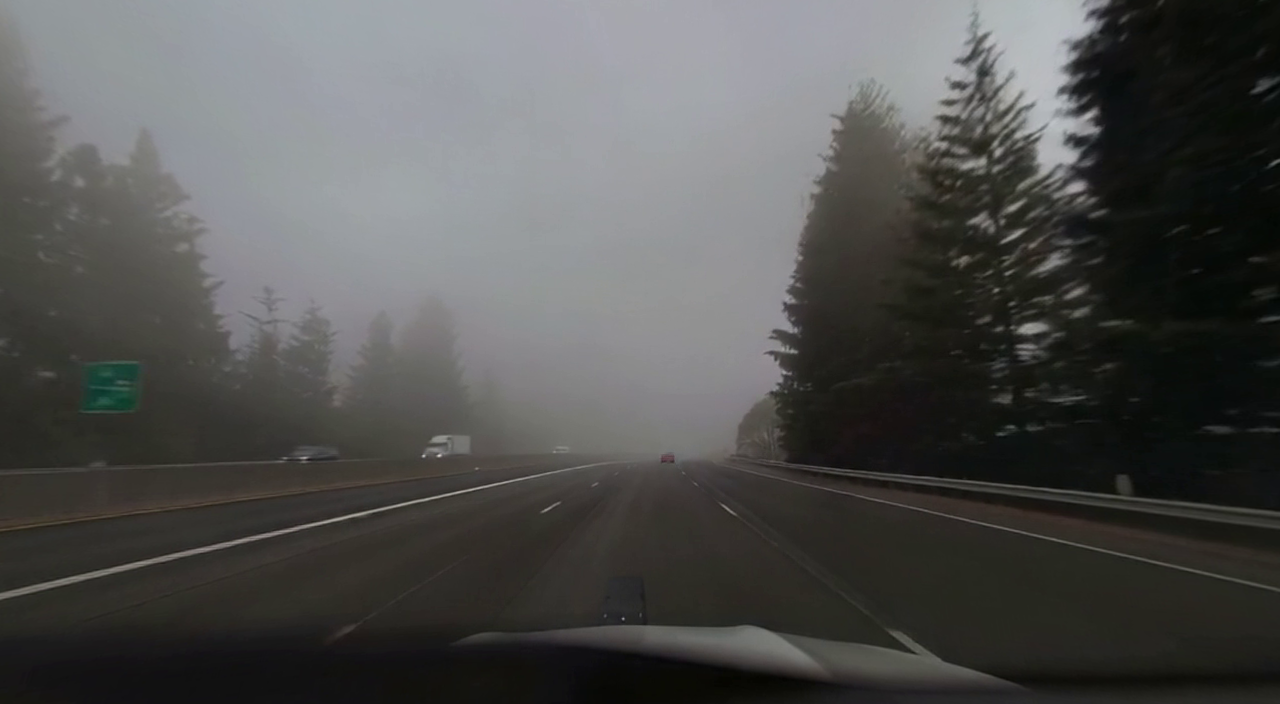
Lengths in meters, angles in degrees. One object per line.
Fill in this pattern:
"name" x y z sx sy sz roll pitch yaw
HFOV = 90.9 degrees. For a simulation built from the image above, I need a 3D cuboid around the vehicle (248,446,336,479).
"vehicle" -18.632 5.912 34.006 2.020 1.650 4.606 -1 -9 2
